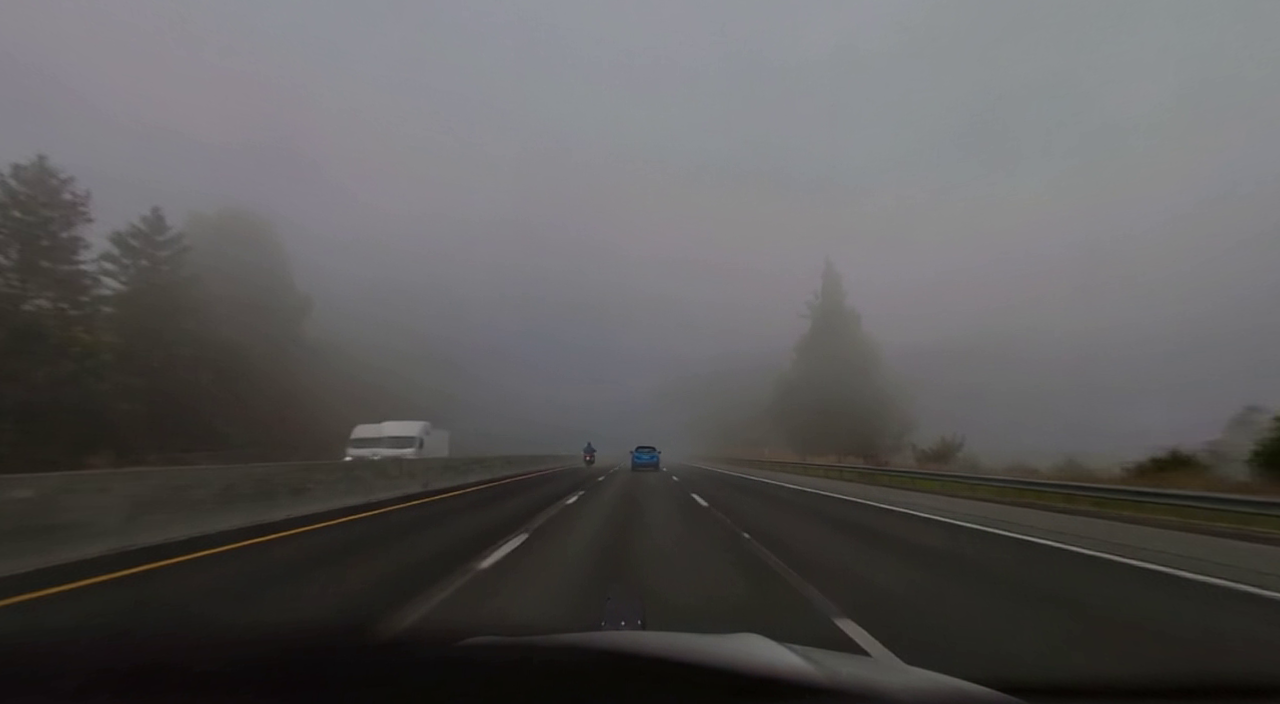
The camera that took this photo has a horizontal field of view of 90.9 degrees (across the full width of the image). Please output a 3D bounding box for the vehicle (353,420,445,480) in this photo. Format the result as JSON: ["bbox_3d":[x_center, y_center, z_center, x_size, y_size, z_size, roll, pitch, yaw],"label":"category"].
[{"bbox_3d":[-14.906,6.166,39.732,2.625,3.374,7.572,-1,-9,1],"label":"vehicle"}]

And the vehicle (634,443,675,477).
[{"bbox_3d":[0.814,6.228,36.620,2.247,1.825,4.036,-1,-9,0],"label":"vehicle"}]
